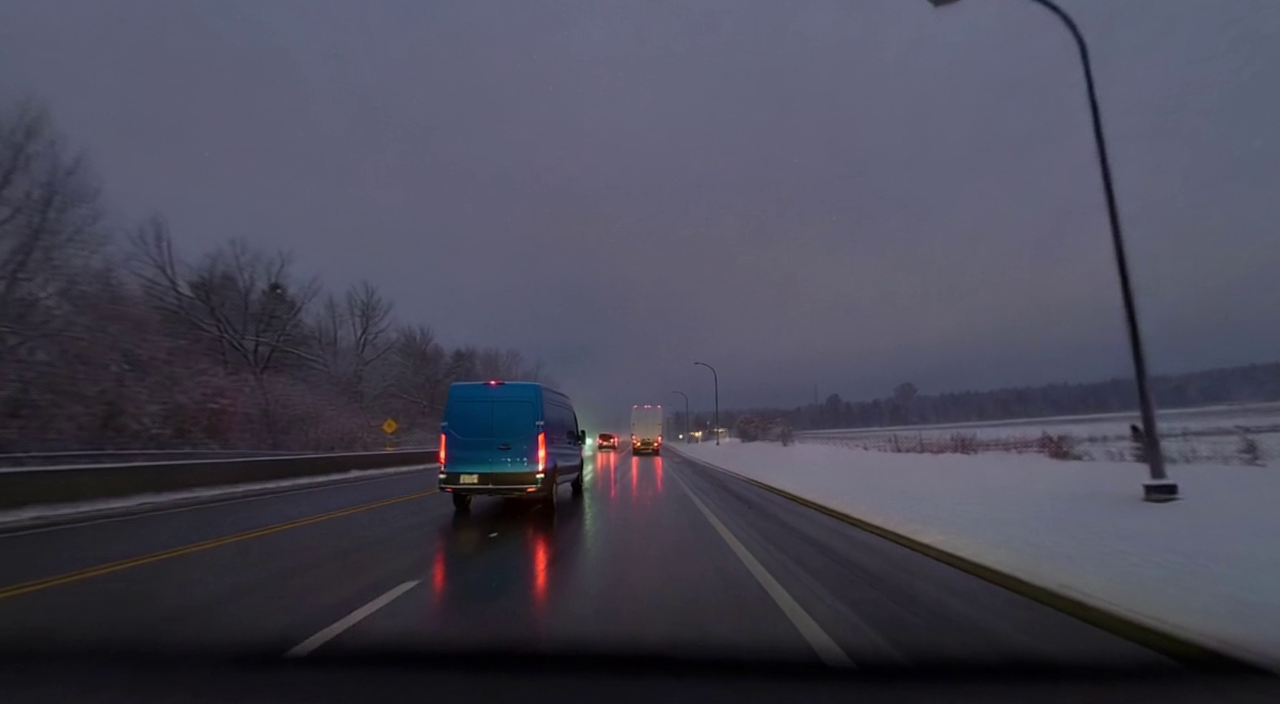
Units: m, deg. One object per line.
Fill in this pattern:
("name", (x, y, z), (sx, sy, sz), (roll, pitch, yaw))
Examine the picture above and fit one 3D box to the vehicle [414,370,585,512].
("vehicle", (-2.880, 2.080, 14.816), (2.497, 2.628, 6.016), (0, -8, 1))
